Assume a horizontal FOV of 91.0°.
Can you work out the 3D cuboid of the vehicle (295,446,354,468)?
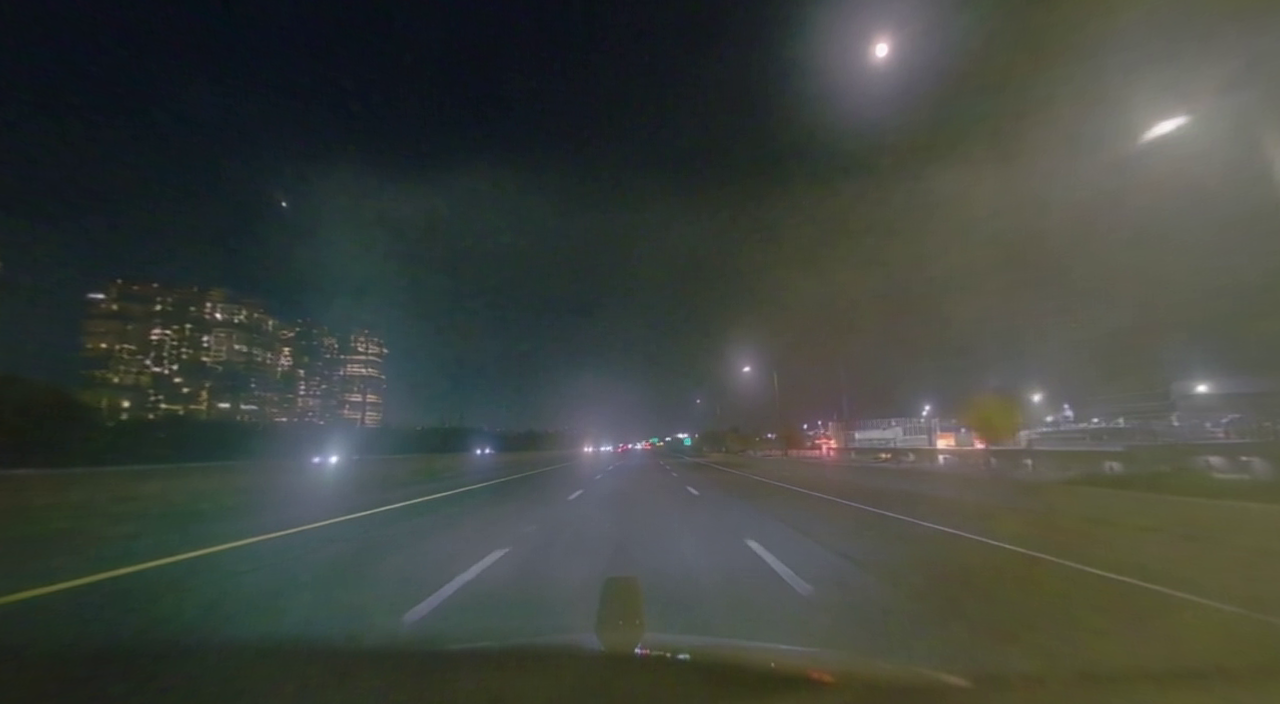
[{"bbox_3d":[-23.946,7.973,47.981,1.969,1.530,4.700,0,-9,1],"label":"vehicle"}]
